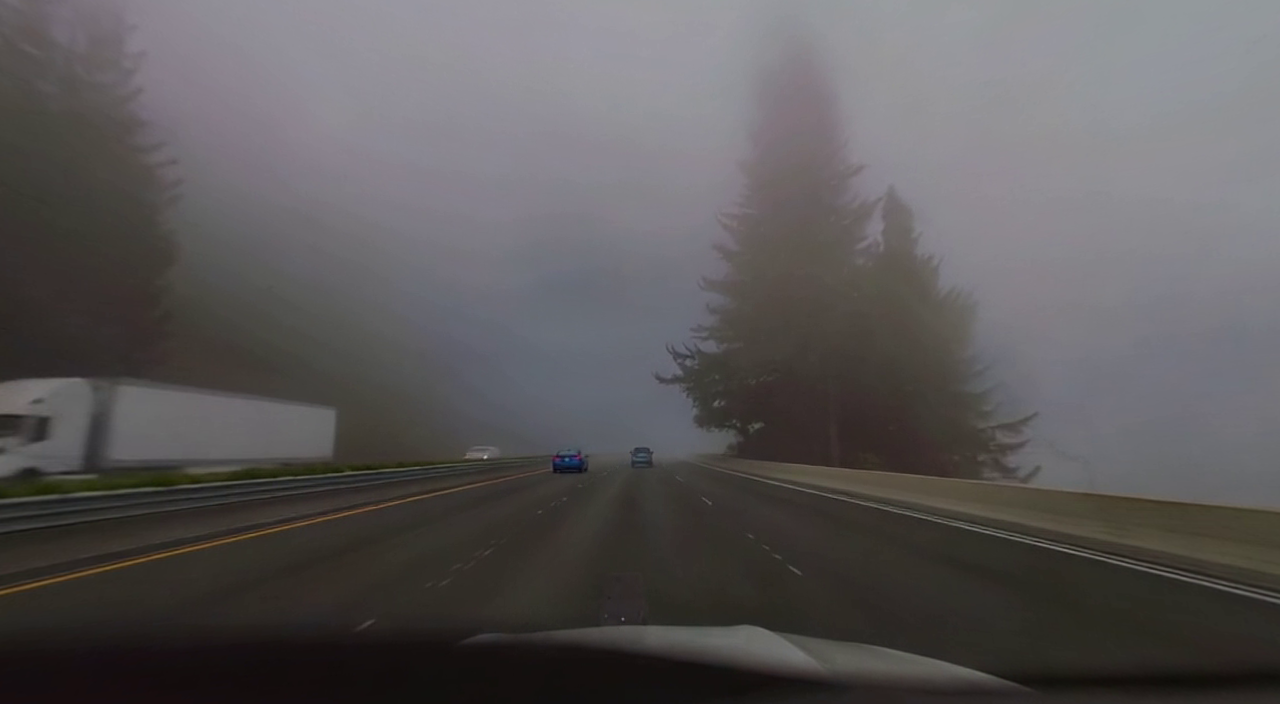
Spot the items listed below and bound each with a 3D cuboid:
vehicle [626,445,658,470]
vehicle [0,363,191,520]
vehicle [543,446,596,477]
[{"bbox_3d":[0.137,7.011,42.129,2.011,1.590,3.607,0,-9,0],"label":"vehicle"},{"bbox_3d":[-17.614,2.752,19.365,2.969,4.056,6.010,0,-9,0],"label":"vehicle"},{"bbox_3d":[-3.613,5.669,32.950,2.157,1.483,4.601,0,-9,1],"label":"vehicle"}]
